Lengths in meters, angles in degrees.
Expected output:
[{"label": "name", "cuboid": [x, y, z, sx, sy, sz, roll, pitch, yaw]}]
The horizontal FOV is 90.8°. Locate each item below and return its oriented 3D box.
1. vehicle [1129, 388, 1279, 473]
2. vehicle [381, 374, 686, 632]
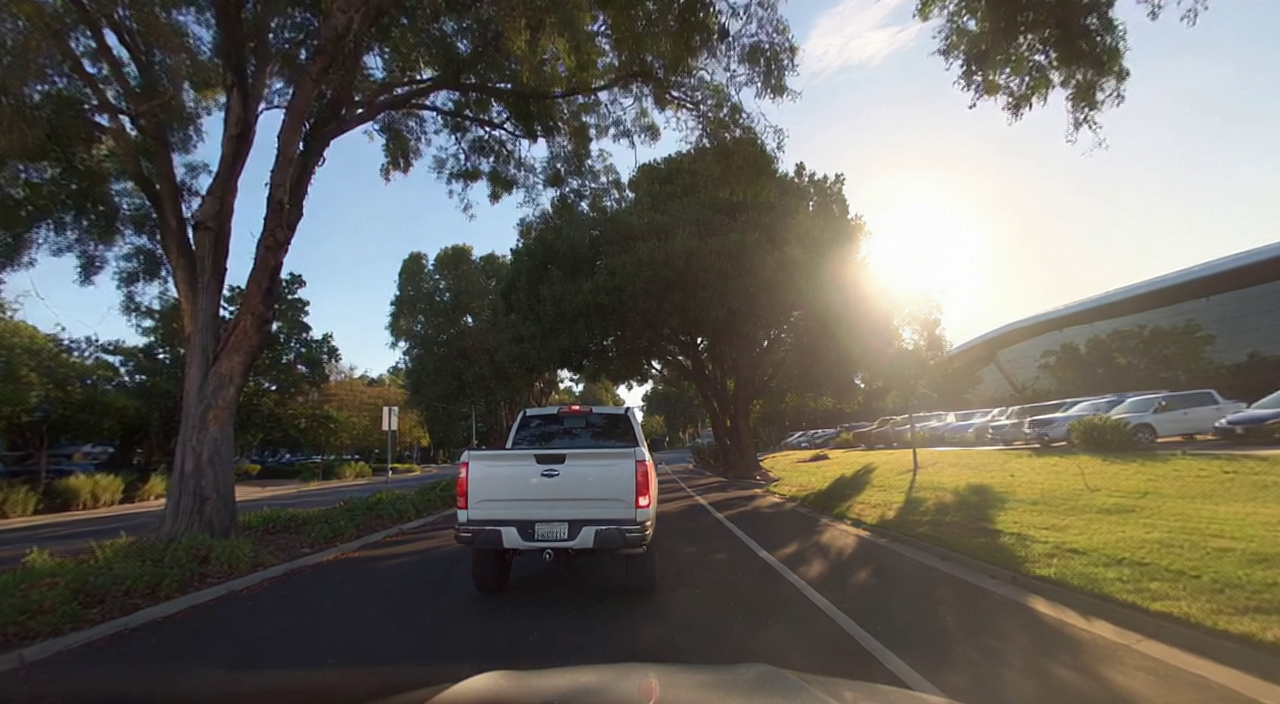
[{"label": "vehicle", "cuboid": [11.882, 1.417, 11.474, 4.298, 1.392, 1.944, -1, -8, 2]}, {"label": "vehicle", "cuboid": [-0.684, 1.435, 7.070, 2.157, 1.816, 5.039, 0, -8, 2]}]
